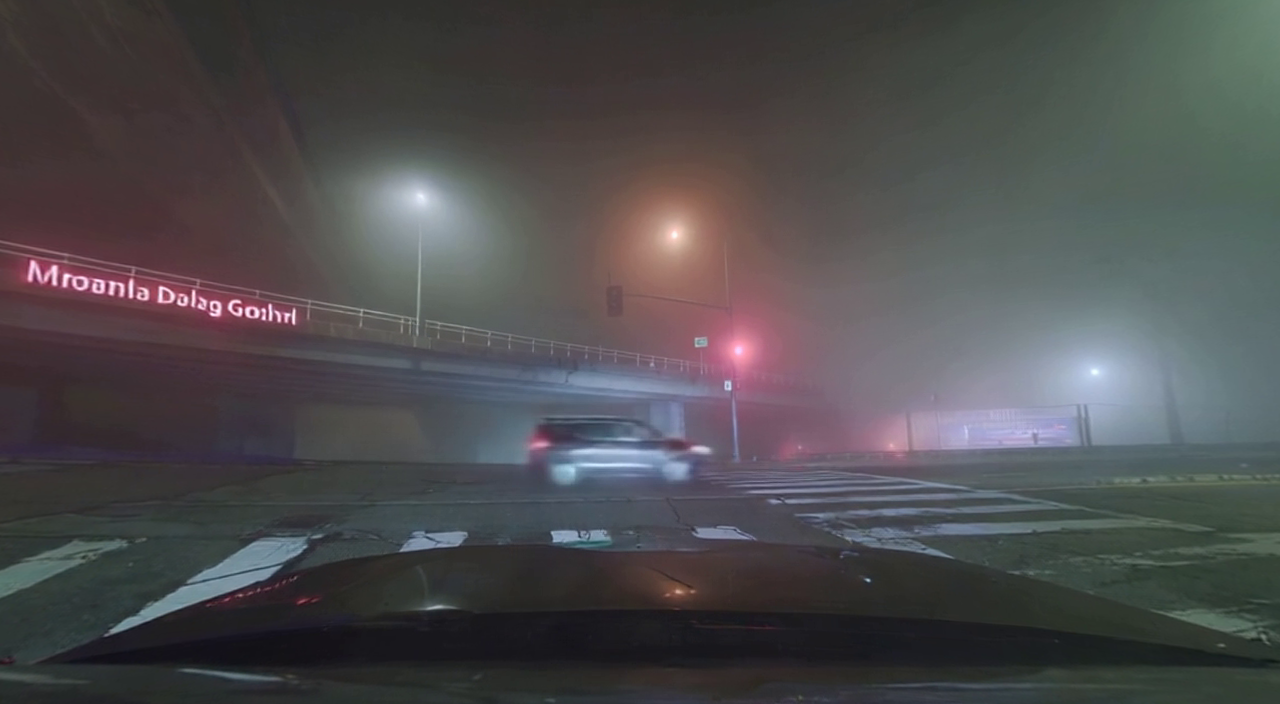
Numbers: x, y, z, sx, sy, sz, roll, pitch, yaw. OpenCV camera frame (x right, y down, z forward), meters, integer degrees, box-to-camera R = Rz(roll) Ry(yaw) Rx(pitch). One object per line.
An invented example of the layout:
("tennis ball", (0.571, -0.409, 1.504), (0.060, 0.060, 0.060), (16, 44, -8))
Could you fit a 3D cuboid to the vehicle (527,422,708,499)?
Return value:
("vehicle", (-0.524, 2.469, 14.600), (3.897, 1.637, 1.832), (0, -9, -3))
